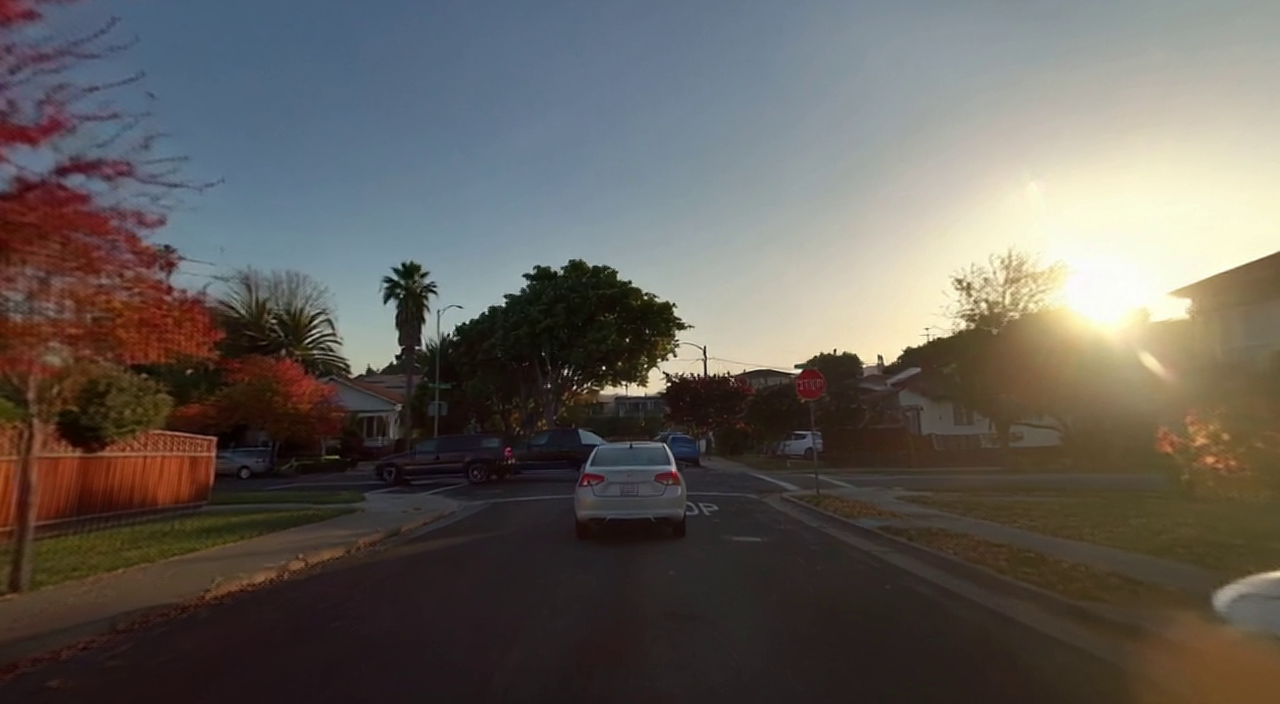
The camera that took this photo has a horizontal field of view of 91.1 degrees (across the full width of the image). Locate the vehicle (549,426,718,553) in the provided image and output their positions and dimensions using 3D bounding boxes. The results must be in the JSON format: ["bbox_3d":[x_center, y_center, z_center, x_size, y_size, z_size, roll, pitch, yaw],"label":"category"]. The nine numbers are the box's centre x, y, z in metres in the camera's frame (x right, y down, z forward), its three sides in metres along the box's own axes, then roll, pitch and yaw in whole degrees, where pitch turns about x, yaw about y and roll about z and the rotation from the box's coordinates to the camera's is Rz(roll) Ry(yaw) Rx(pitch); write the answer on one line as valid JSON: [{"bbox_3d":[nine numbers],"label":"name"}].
[{"bbox_3d":[-0.084,1.959,9.627,2.010,1.499,4.107,0,-9,0],"label":"vehicle"}]

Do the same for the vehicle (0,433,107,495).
[{"bbox_3d":[-20.810,3.727,20.680,4.603,1.858,2.191,-3,-8,2],"label":"vehicle"}]

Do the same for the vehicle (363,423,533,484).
[{"bbox_3d":[-7.349,3.850,23.931,6.308,2.057,2.353,-5,-10,28],"label":"vehicle"}]
